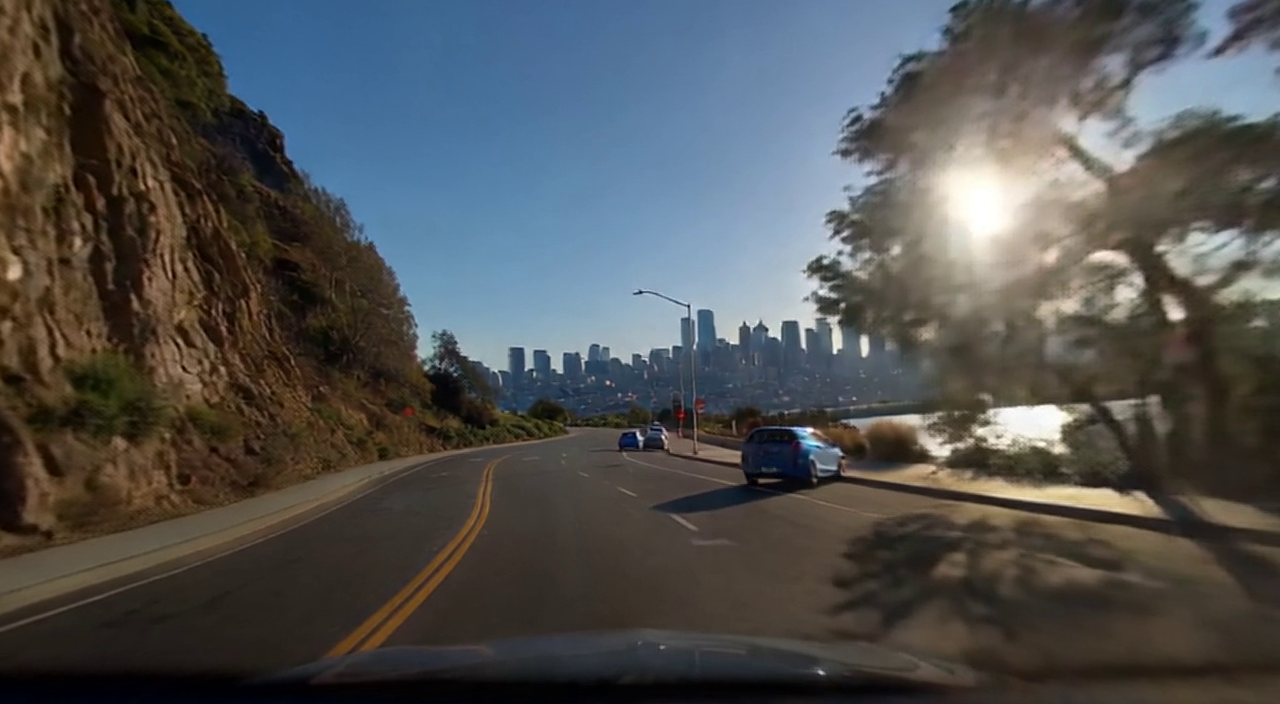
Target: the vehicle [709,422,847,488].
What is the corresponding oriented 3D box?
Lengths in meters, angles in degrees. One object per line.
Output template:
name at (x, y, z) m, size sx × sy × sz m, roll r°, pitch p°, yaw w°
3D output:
vehicle at (4.126, 2.969, 18.414) m, size 2.064 × 1.667 × 4.453 m, roll -7°, pitch -11°, yaw 38°
